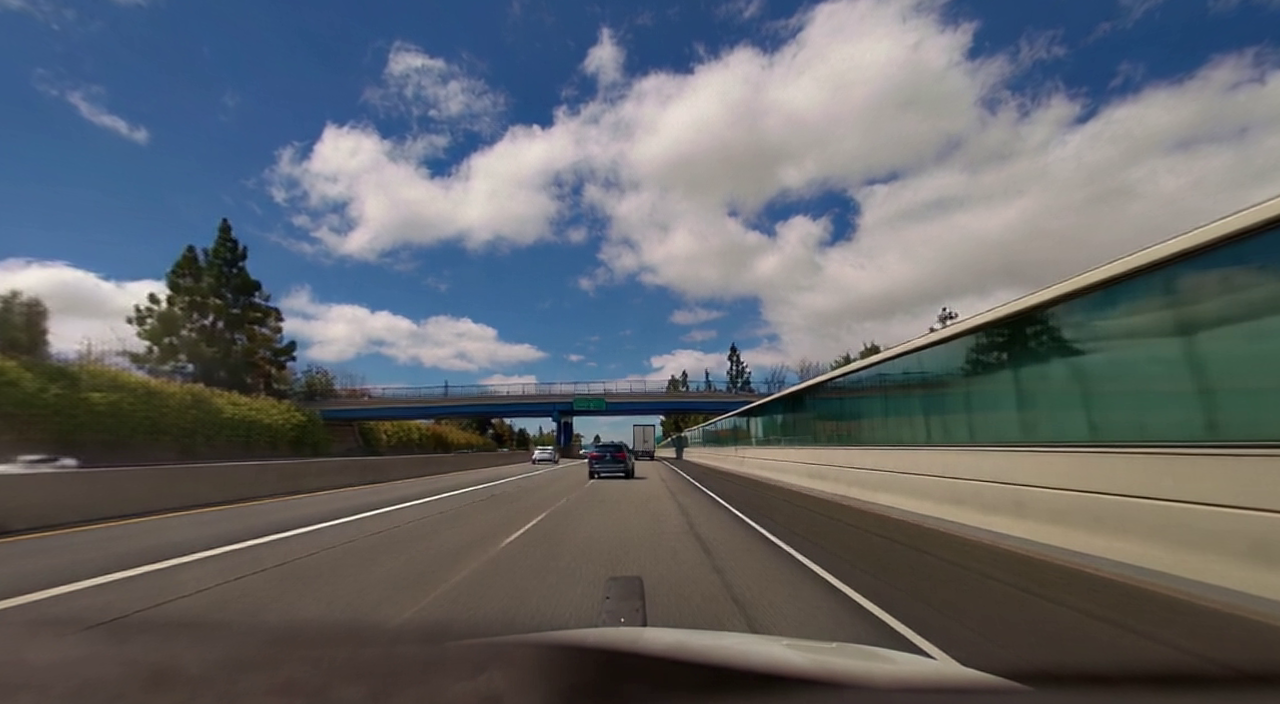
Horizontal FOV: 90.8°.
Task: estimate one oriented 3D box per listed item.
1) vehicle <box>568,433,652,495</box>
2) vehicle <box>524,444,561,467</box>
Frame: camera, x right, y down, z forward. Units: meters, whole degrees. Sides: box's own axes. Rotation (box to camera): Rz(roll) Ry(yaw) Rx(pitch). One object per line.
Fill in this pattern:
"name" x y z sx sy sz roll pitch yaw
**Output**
"vehicle" -0.800 3.503 20.091 2.299 1.716 4.579 -1 -9 2
"vehicle" -7.293 7.774 47.525 2.024 1.605 4.499 0 -9 0
